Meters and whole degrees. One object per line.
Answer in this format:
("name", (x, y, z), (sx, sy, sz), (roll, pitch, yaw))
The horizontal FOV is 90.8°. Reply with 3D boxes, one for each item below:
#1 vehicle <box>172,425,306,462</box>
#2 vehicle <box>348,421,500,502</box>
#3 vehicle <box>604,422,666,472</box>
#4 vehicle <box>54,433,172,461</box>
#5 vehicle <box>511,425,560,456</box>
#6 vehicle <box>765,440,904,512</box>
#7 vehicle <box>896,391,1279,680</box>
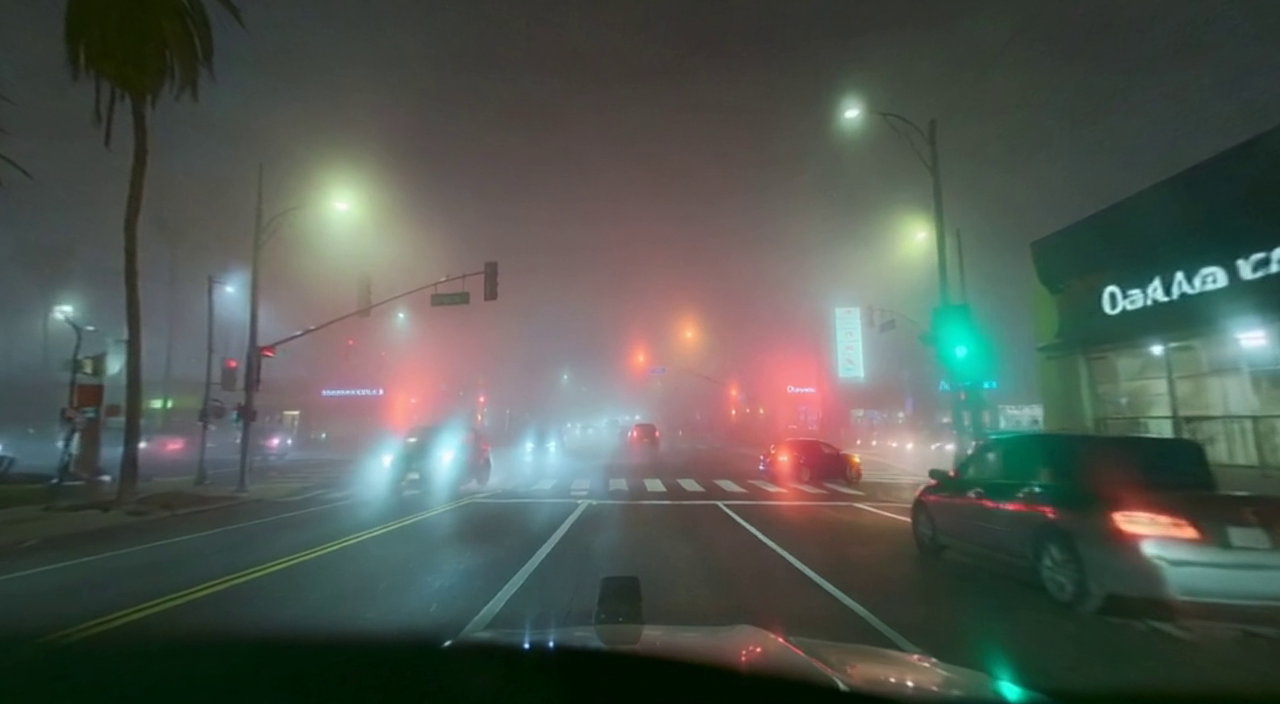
("vehicle", (-20.854, 4.775, 33.013), (5.674, 1.804, 2.190), (-1, -8, 6))
("vehicle", (-5.437, 2.822, 16.776), (2.324, 1.808, 4.946), (0, -8, -1))
("vehicle", (-0.219, 3.819, 25.538), (2.264, 1.798, 4.531), (0, -8, -1))
("vehicle", (-28.460, 5.124, 34.171), (4.734, 1.416, 2.083), (-1, -7, 6))
("vehicle", (-6.022, 5.154, 36.837), (2.040, 1.670, 4.508), (0, -8, 0))
("vehicle", (4.445, 2.879, 15.304), (1.963, 1.449, 4.653), (0, -8, 1))
("vehicle", (4.362, 1.409, 6.057), (2.070, 1.711, 4.480), (-1, -8, 3))
